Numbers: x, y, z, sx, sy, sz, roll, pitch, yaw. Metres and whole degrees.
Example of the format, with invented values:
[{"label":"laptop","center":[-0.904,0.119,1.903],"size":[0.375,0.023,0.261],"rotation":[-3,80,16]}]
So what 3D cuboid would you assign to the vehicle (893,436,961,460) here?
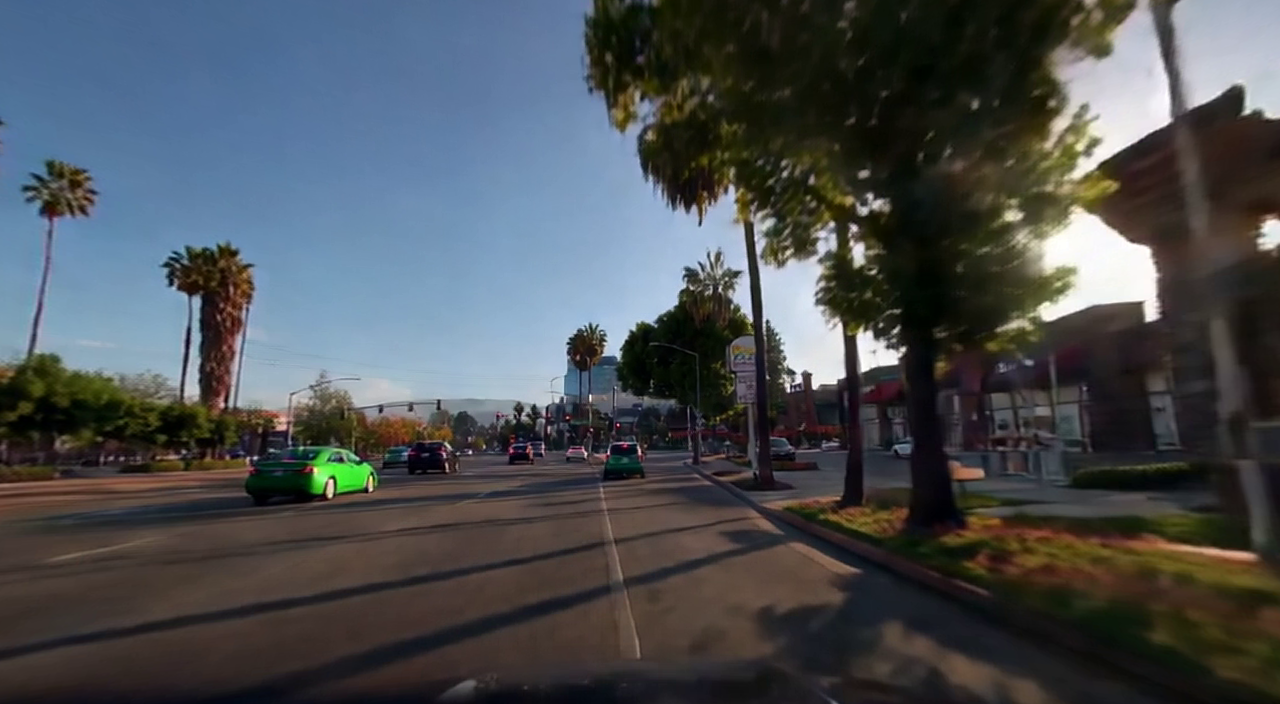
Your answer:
[{"label":"vehicle","center":[19.097,6.472,42.285],"size":[1.882,1.463,4.550],"rotation":[1,-10,-8]}]

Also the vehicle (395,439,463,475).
[{"label":"vehicle","center":[-10.767,5.394,32.700],"size":[2.108,1.669,5.076],"rotation":[1,-9,-4]}]

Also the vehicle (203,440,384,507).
[{"label":"vehicle","center":[-8.548,3.022,16.177],"size":[1.958,1.455,4.504],"rotation":[0,-9,2]}]

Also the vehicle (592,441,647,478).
[{"label":"vehicle","center":[-0.806,4.733,28.004],"size":[2.070,1.493,4.570],"rotation":[-1,-9,3]}]
